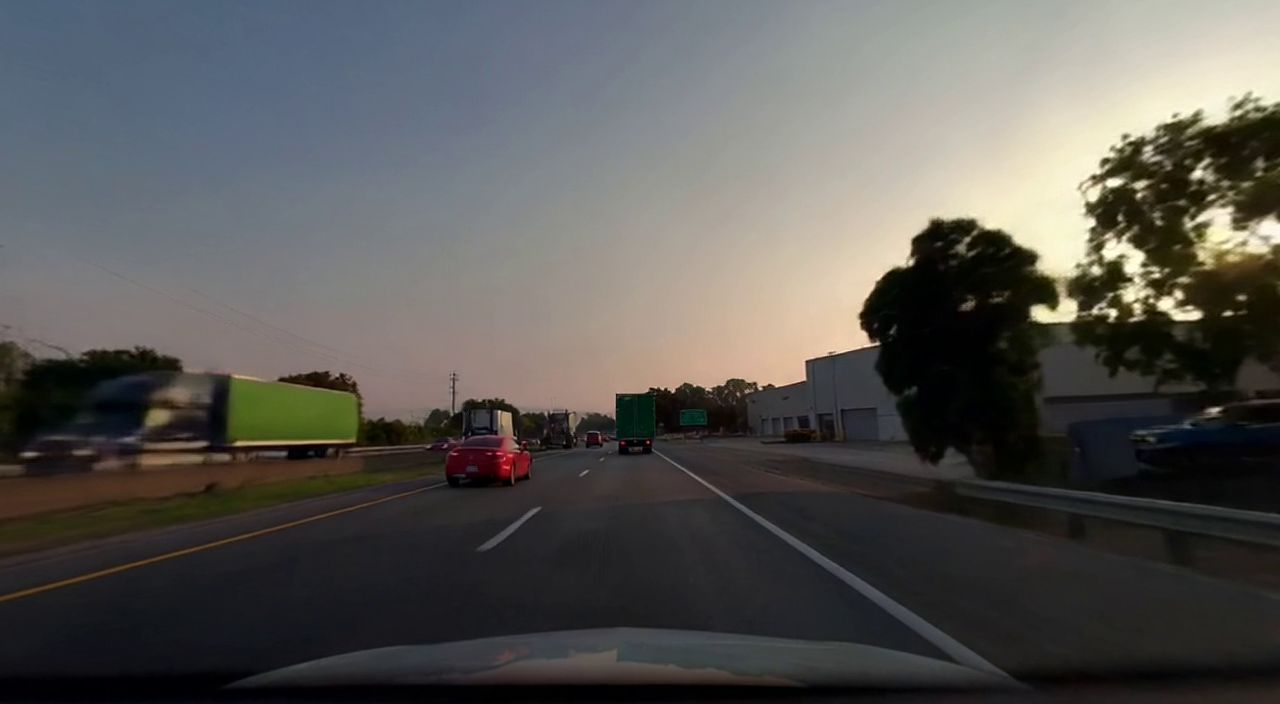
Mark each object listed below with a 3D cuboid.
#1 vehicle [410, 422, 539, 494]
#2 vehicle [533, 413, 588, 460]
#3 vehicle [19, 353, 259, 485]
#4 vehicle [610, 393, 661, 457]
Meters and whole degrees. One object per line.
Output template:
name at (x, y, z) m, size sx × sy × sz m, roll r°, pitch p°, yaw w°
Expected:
vehicle at (-4.153, 2.751, 16.827) m, size 2.005 × 1.602 × 5.131 m, roll 0°, pitch -8°, yaw 1°
vehicle at (-4.864, 5.373, 39.924) m, size 2.717 × 2.714 × 6.997 m, roll 0°, pitch -8°, yaw -1°
vehicle at (-16.707, 2.377, 21.765) m, size 3.295 × 3.920 × 5.858 m, roll 0°, pitch -8°, yaw -1°
vehicle at (-0.433, 5.333, 45.252) m, size 3.259 × 4.066 × 9.891 m, roll 0°, pitch -8°, yaw -2°
